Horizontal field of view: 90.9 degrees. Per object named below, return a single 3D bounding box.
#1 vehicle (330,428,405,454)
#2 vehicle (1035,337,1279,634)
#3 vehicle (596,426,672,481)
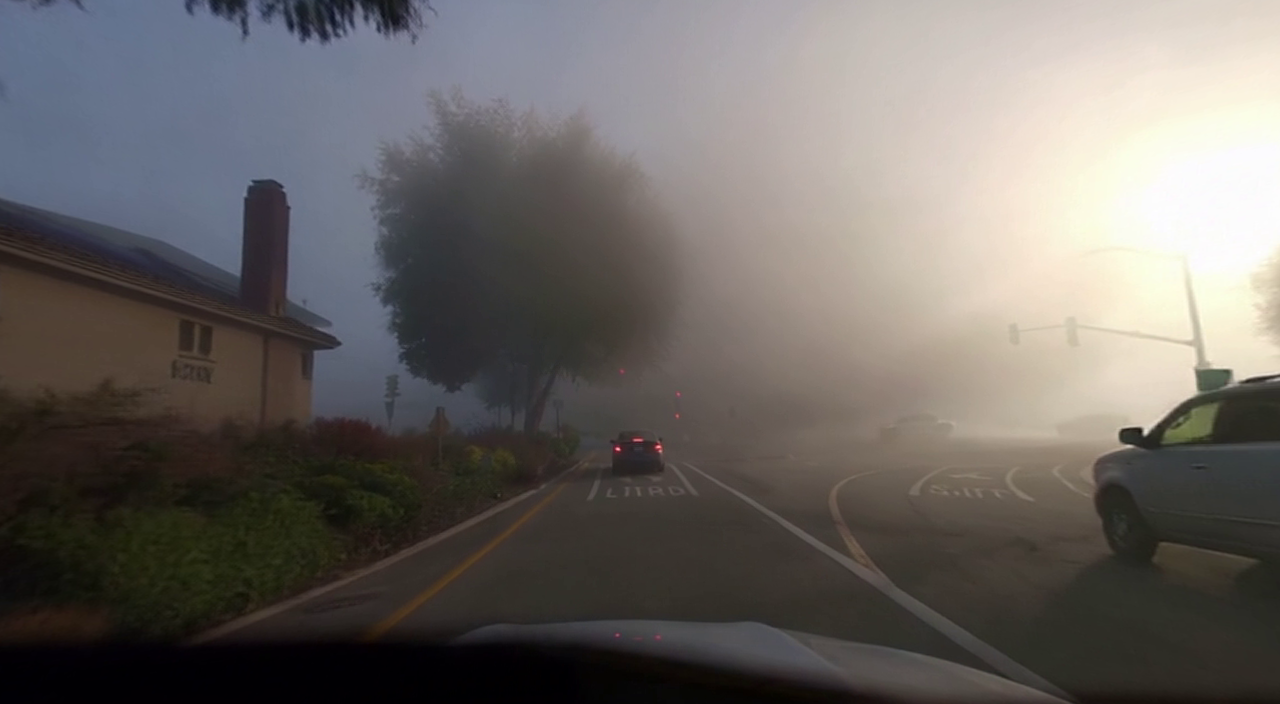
[{"bbox_3d":[-18.140,5.919,42.099,4.200,1.639,1.844,-1,-8,0],"label":"vehicle"},{"bbox_3d":[5.200,0.926,4.499,2.084,1.870,5.068,-1,-8,9],"label":"vehicle"},{"bbox_3d":[-0.177,3.064,19.334,2.056,1.473,4.380,0,-8,0],"label":"vehicle"}]
